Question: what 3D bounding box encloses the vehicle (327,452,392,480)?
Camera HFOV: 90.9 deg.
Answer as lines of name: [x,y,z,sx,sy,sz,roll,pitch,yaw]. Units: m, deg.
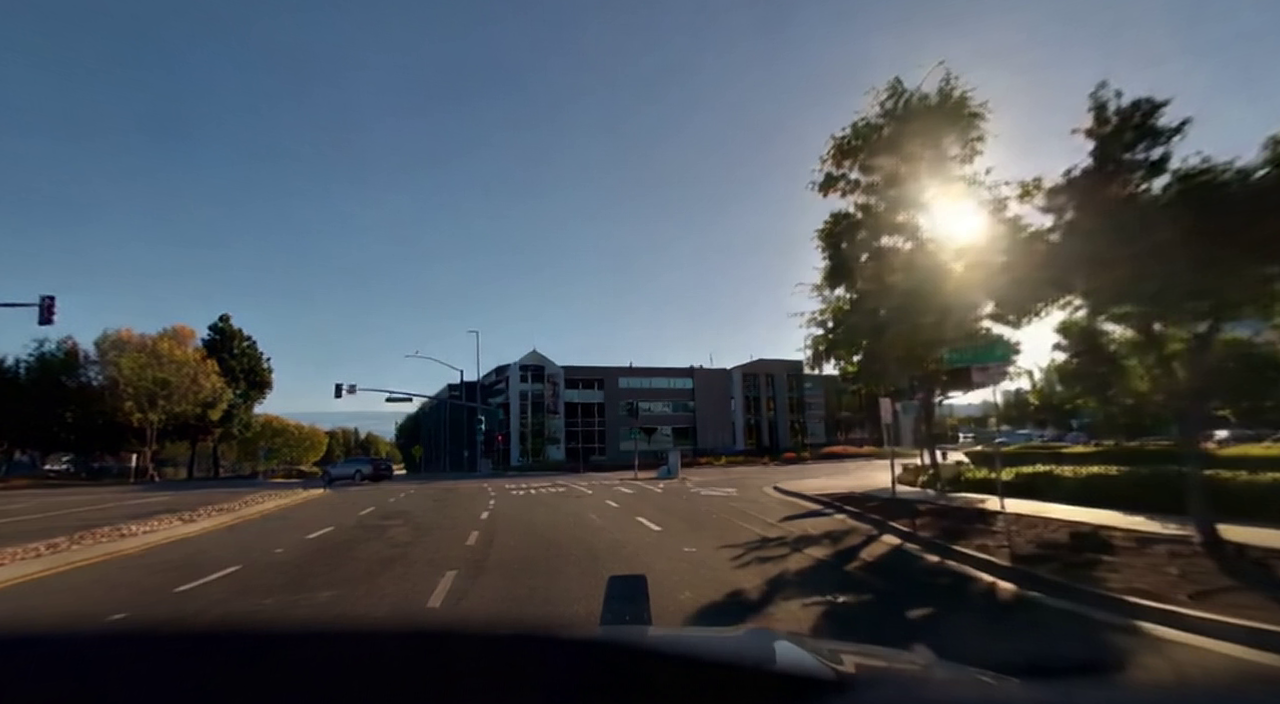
vehicle: [-21.054,8.560,47.176,5.570,1.923,2.336,-10,-14,42]
